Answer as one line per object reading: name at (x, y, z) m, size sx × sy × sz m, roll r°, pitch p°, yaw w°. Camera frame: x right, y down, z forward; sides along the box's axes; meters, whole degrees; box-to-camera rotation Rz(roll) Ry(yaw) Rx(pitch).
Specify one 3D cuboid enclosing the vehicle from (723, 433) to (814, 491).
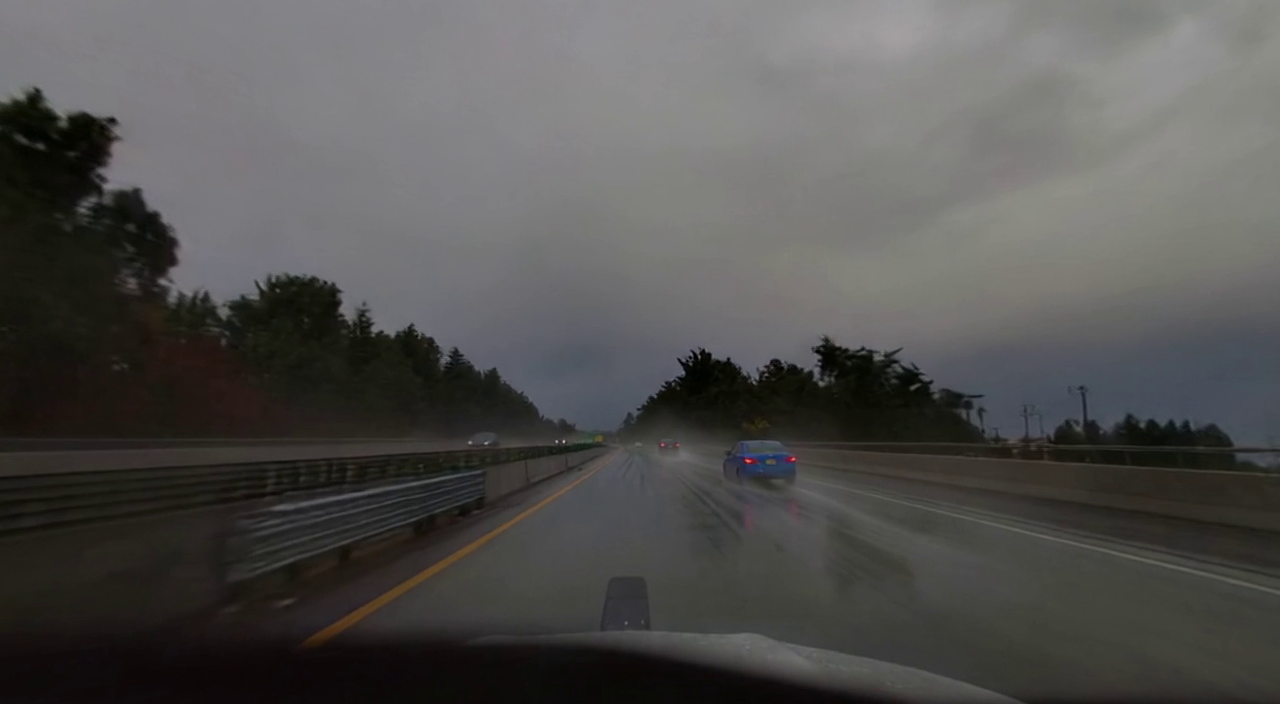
vehicle at (3.717, 3.232, 18.822) m, size 1.945 × 1.538 × 3.729 m, roll 0°, pitch -8°, yaw 0°
